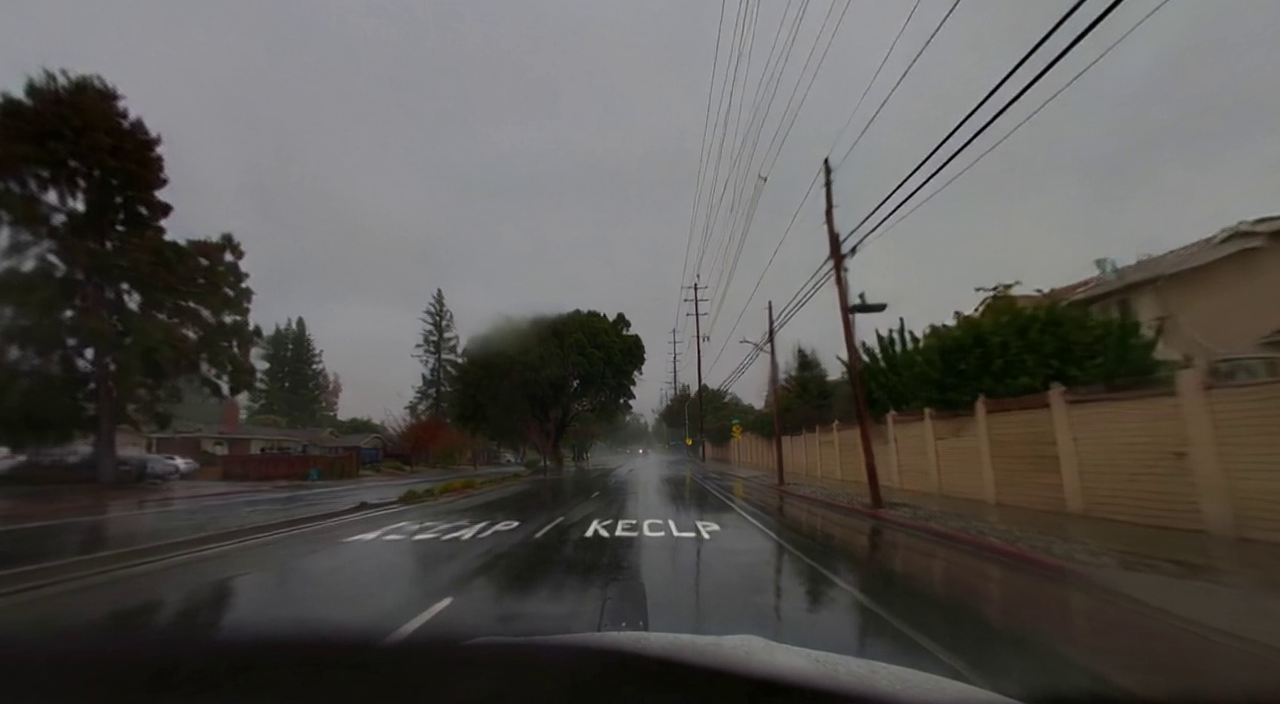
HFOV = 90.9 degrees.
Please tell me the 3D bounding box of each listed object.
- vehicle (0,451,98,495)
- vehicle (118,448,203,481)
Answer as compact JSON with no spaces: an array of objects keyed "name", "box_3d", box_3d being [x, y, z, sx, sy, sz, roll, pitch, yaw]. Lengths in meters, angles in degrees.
[{"name":"vehicle","box_3d":[-26.632,5.193,27.436,1.921,1.695,4.550,0,-8,3]},{"name":"vehicle","box_3d":[-29.021,6.787,38.404,2.100,1.845,4.793,2,-8,-11]}]
